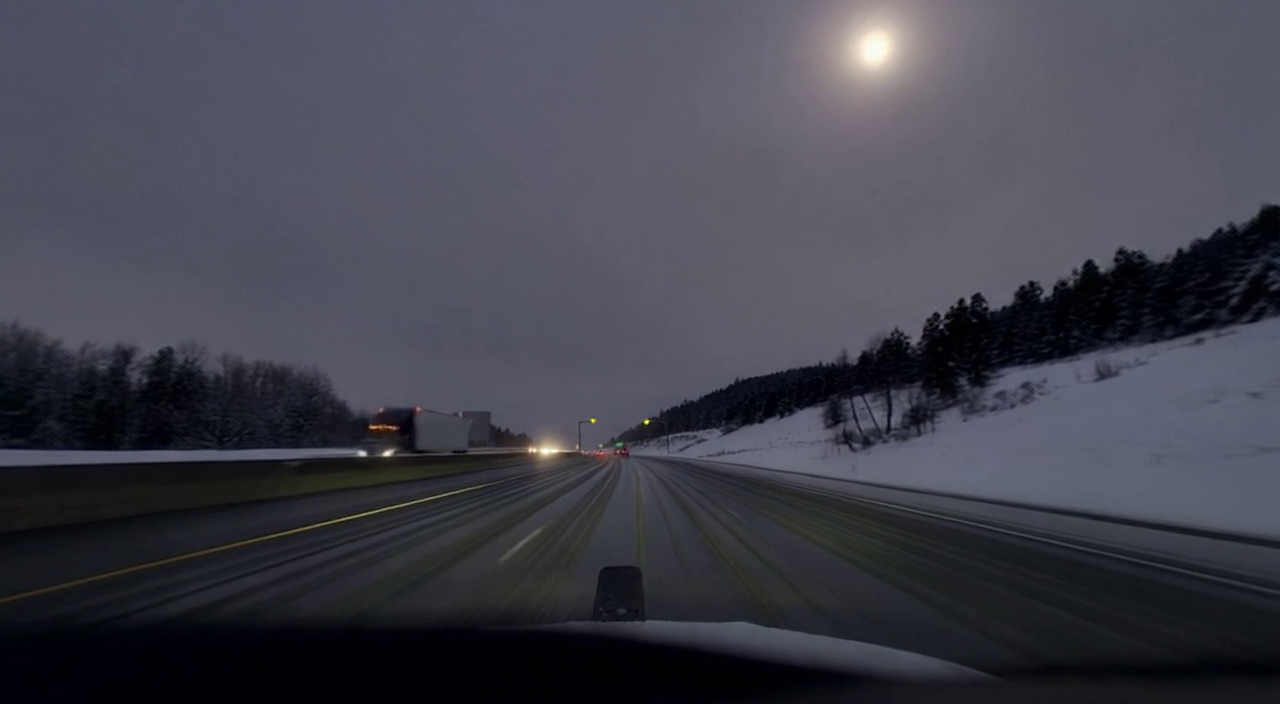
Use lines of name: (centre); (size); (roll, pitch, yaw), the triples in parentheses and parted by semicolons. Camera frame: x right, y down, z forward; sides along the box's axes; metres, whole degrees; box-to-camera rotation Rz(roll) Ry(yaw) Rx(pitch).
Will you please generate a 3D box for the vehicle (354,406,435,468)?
vehicle: (-16.687, 5.884, 43.371); (3.245, 3.939, 5.841); (0, -9, -2)
